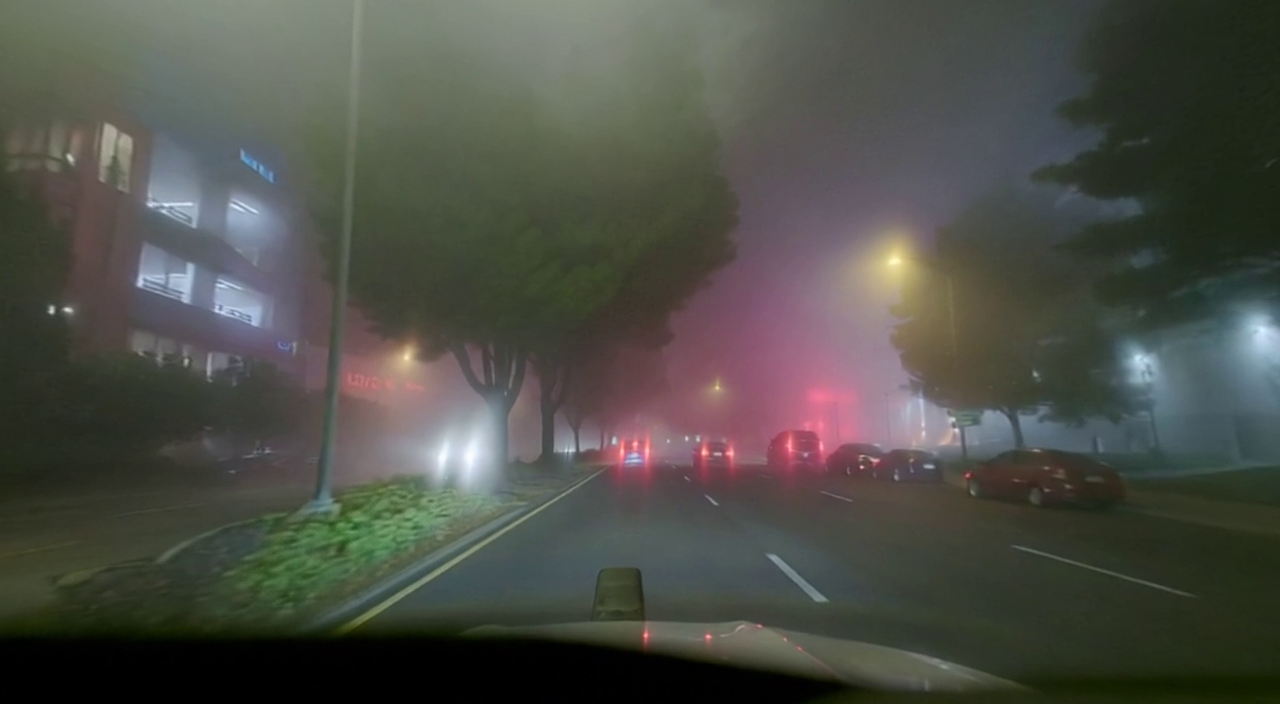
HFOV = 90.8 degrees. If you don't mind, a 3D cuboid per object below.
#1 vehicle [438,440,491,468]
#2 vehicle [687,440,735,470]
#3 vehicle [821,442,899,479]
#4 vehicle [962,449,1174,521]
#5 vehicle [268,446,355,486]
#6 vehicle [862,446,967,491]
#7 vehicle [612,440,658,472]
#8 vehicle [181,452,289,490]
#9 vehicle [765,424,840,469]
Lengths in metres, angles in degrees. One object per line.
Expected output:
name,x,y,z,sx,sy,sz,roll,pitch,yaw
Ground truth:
vehicle,-12.560,7.325,45.523,2.331,1.910,4.823,-1,-8,1
vehicle,3.706,5.455,33.762,1.993,1.477,4.240,0,-8,-1
vehicle,10.592,5.230,30.783,2.129,1.645,4.625,0,-8,0
vehicle,10.166,3.147,15.583,1.944,1.454,4.647,0,-8,0
vehicle,-19.110,6.588,37.069,2.240,2.112,5.268,0,-8,0
vehicle,10.266,4.365,24.118,1.898,1.502,4.788,0,-8,1
vehicle,-0.240,5.093,31.176,2.101,1.444,4.248,0,-8,0
vehicle,-19.005,5.565,29.940,2.180,1.608,4.443,0,-8,-1
vehicle,10.616,6.289,42.169,3.082,2.655,7.381,0,-8,1
